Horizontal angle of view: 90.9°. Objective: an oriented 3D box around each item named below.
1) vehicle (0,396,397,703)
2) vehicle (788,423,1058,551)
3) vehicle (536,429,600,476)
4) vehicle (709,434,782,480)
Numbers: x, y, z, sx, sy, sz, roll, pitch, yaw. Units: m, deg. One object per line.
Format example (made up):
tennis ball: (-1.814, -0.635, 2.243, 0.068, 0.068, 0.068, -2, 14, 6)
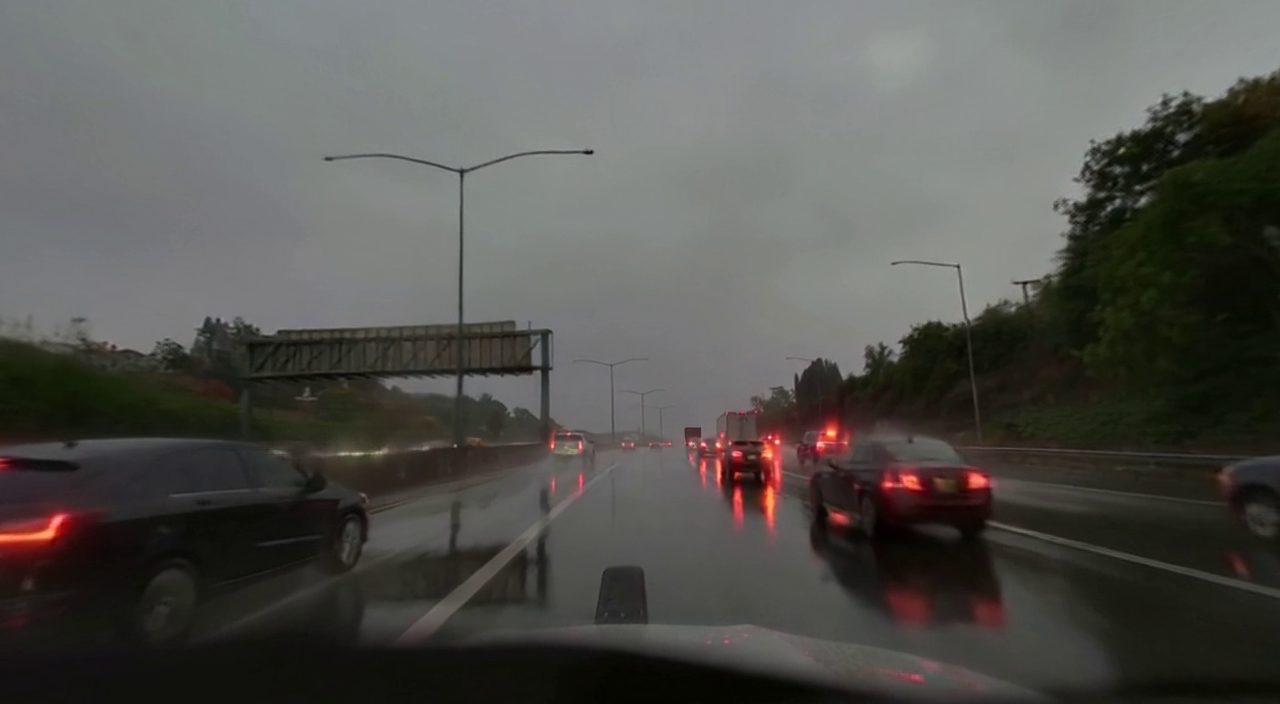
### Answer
vehicle: (-3.649, 1.230, 4.644, 1.914, 1.476, 4.416, -1, -8, 1)
vehicle: (3.918, 1.954, 9.895, 1.999, 1.482, 4.743, 0, -8, 0)
vehicle: (-2.877, 4.127, 26.141, 2.006, 1.741, 4.277, -1, -8, 2)
vehicle: (3.768, 3.834, 23.276, 1.933, 1.492, 4.125, 0, -8, 0)
